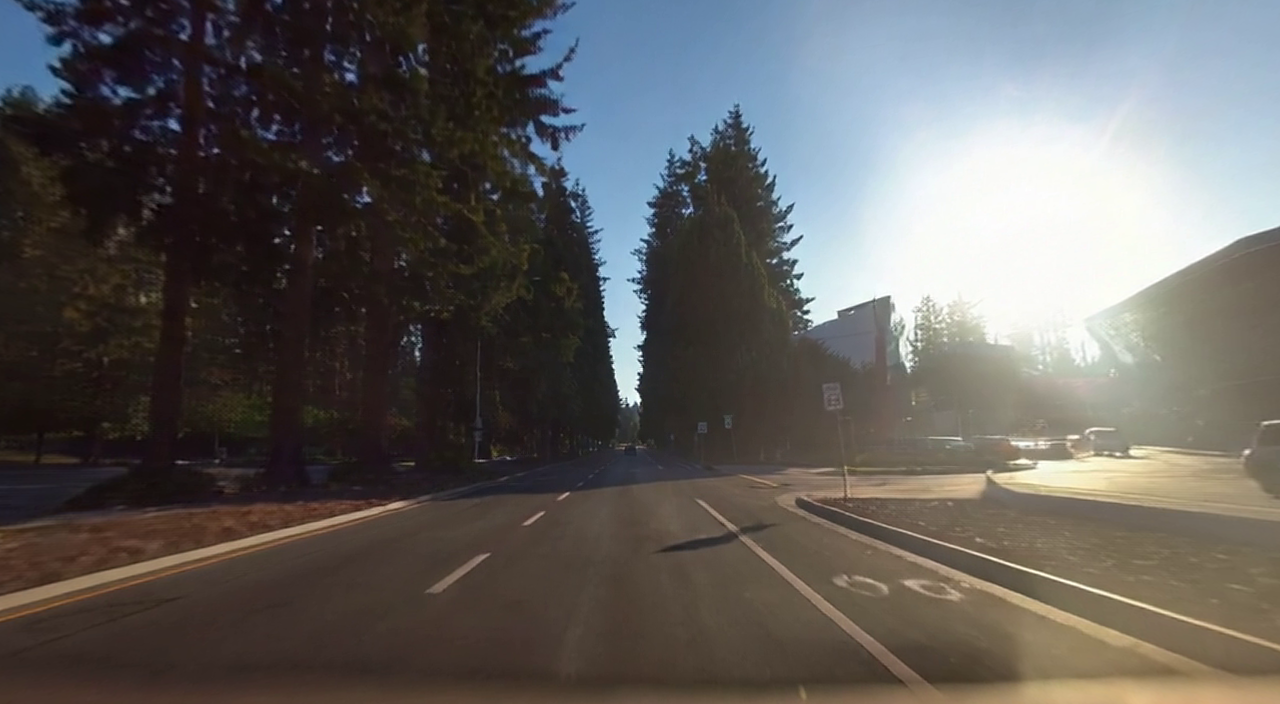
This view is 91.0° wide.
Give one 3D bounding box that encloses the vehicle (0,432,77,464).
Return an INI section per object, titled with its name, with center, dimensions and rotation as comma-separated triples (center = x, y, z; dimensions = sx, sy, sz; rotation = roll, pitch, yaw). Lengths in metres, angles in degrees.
[vehicle]
center = -46.243, 7.276, 47.927
dimensions = 1.991, 2.142, 5.123
rotation = -5, -6, 0
